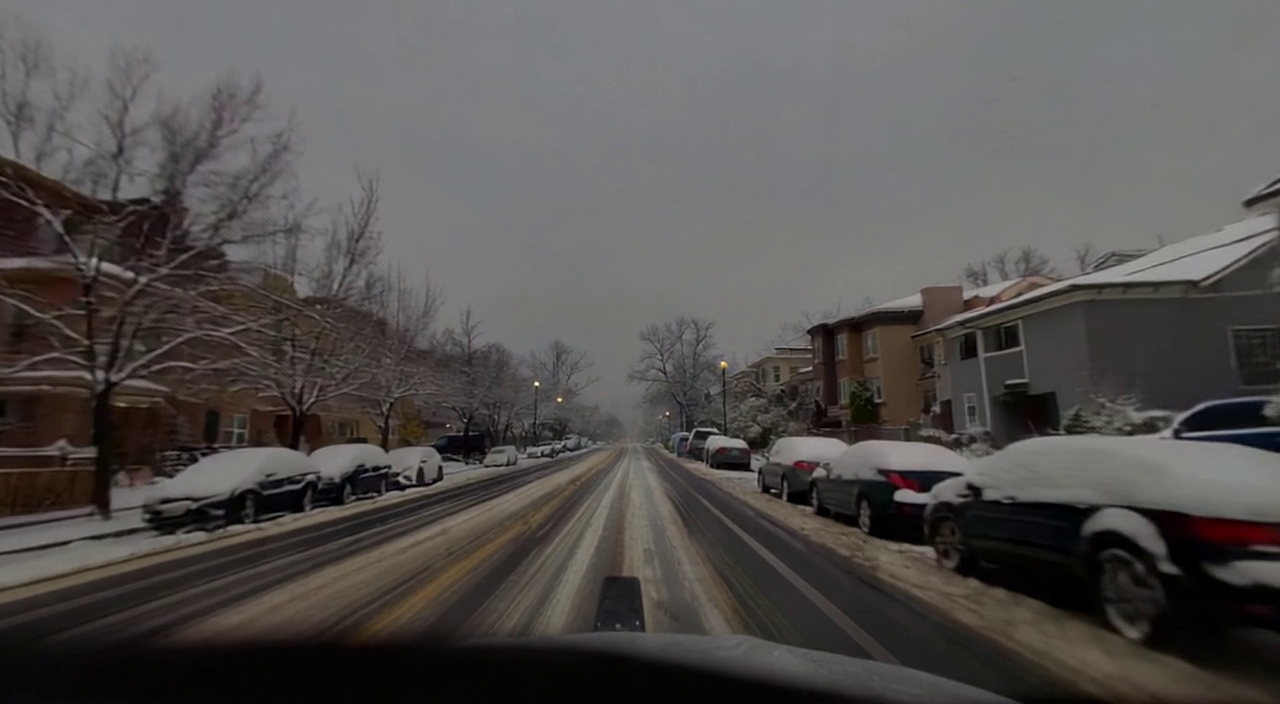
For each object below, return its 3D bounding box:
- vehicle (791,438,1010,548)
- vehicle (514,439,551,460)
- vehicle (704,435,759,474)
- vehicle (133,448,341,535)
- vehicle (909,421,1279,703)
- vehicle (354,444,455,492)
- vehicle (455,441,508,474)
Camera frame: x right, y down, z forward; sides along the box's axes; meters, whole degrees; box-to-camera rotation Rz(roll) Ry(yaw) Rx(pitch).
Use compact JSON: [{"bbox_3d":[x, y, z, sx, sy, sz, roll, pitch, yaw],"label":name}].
[{"bbox_3d":[4.075,2.244,10.806,1.748,1.471,4.305,0,-9,-3],"label":"vehicle"},{"bbox_3d":[-8.324,7.599,49.220,1.981,1.505,4.359,-1,-9,2],"label":"vehicle"},{"bbox_3d":[4.185,4.771,29.579,1.889,1.703,4.253,0,-9,-1],"label":"vehicle"},{"bbox_3d":[-8.098,2.786,13.239,1.852,1.482,3.916,-1,-9,-2],"label":"vehicle"},{"bbox_3d":[4.178,1.465,5.533,1.845,1.556,3.929,0,-9,-1],"label":"vehicle"},{"bbox_3d":[-8.211,4.056,22.472,1.875,1.498,4.395,-1,-8,0],"label":"vehicle"},{"bbox_3d":[-8.233,5.483,33.068,1.883,1.565,3.655,-2,-8,-1],"label":"vehicle"}]
